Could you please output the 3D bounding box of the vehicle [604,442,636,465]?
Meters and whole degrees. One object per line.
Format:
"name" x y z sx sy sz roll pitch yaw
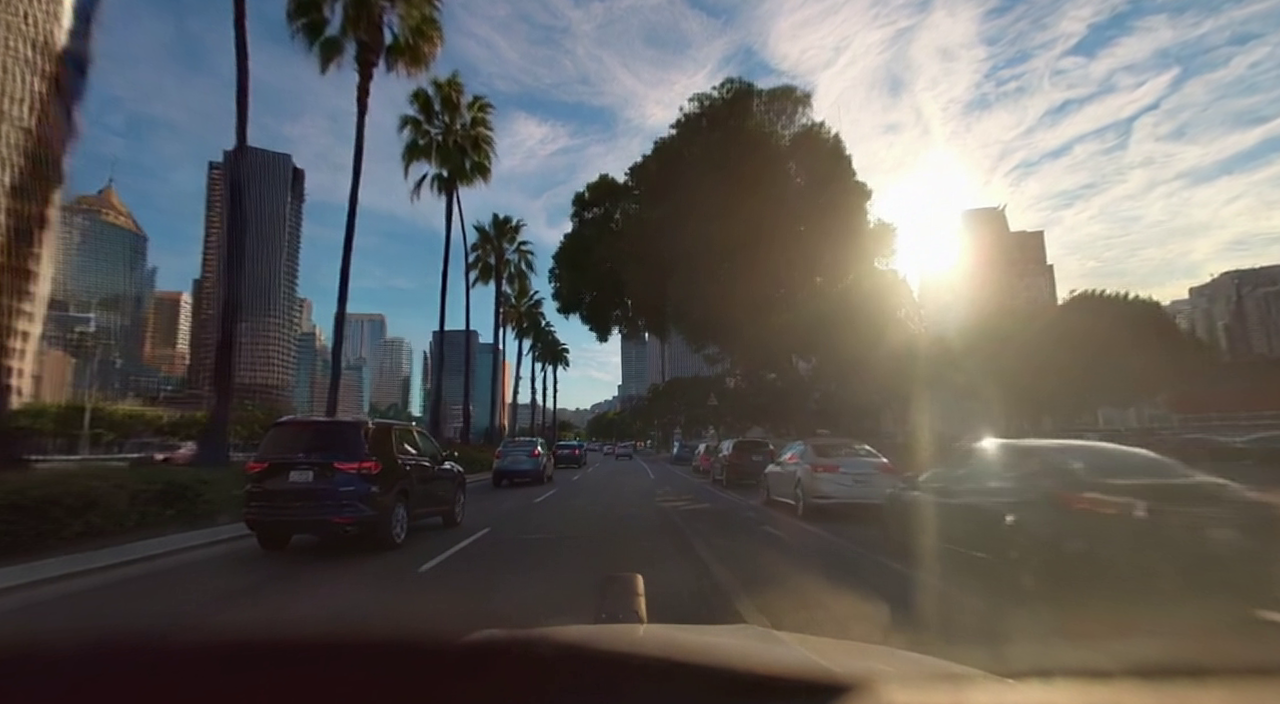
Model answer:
"vehicle" -1.403 6.860 42.752 2.036 1.461 3.890 1 -8 -5

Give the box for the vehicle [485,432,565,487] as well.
"vehicle" -3.949 3.762 22.394 2.014 1.740 4.392 0 -8 0

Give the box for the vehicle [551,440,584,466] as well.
"vehicle" -4.829 6.759 42.414 1.955 1.637 4.243 0 -8 -3

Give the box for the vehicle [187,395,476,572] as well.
"vehicle" -3.710 1.650 8.611 1.800 1.797 4.224 0 -8 0

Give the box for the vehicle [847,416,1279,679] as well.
"vehicle" 3.950 1.444 6.000 2.138 1.447 4.793 0 -8 -3

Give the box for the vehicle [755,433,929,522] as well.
"vehicle" 3.841 2.455 12.986 1.925 1.486 4.744 0 -8 -1
